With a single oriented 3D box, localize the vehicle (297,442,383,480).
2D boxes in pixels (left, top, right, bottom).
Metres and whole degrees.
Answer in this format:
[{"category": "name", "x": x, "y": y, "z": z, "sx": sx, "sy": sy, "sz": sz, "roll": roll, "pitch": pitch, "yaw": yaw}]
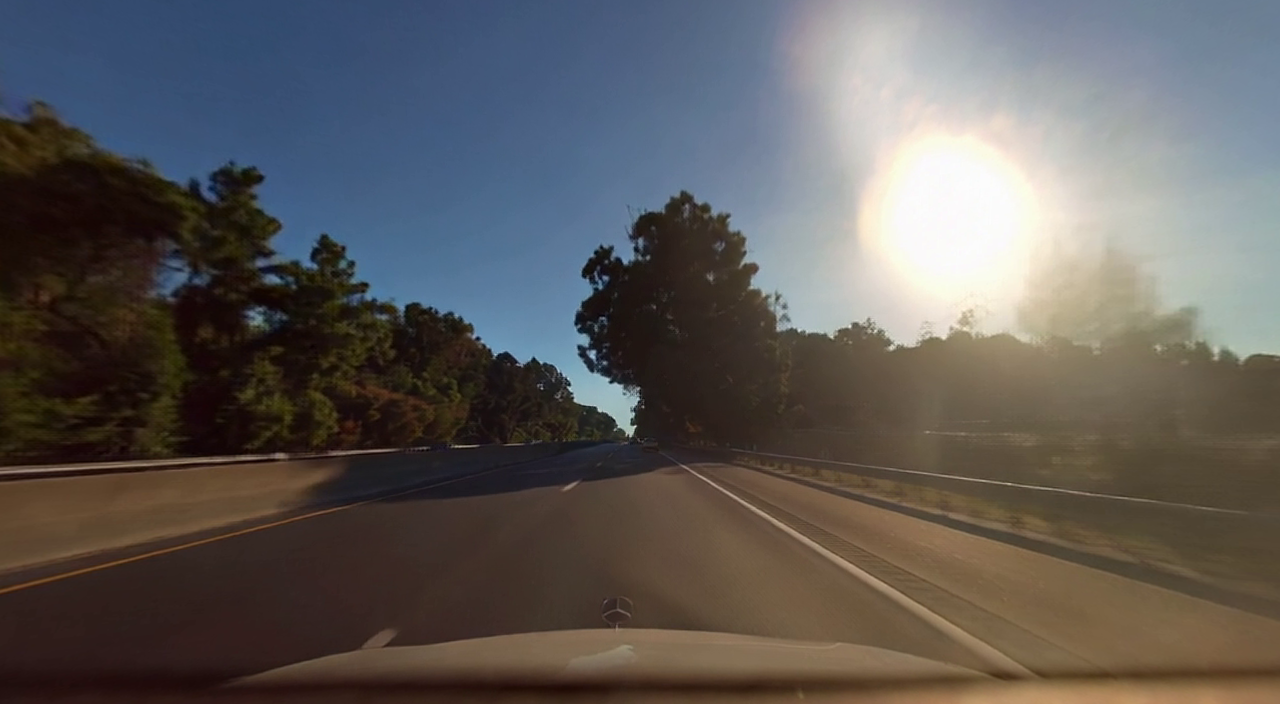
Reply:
[{"category": "vehicle", "x": -12.104, "y": 4.389, "z": 25.699, "sx": 1.719, "sy": 1.370, "sz": 3.942, "roll": 0, "pitch": -8, "yaw": -3}]
